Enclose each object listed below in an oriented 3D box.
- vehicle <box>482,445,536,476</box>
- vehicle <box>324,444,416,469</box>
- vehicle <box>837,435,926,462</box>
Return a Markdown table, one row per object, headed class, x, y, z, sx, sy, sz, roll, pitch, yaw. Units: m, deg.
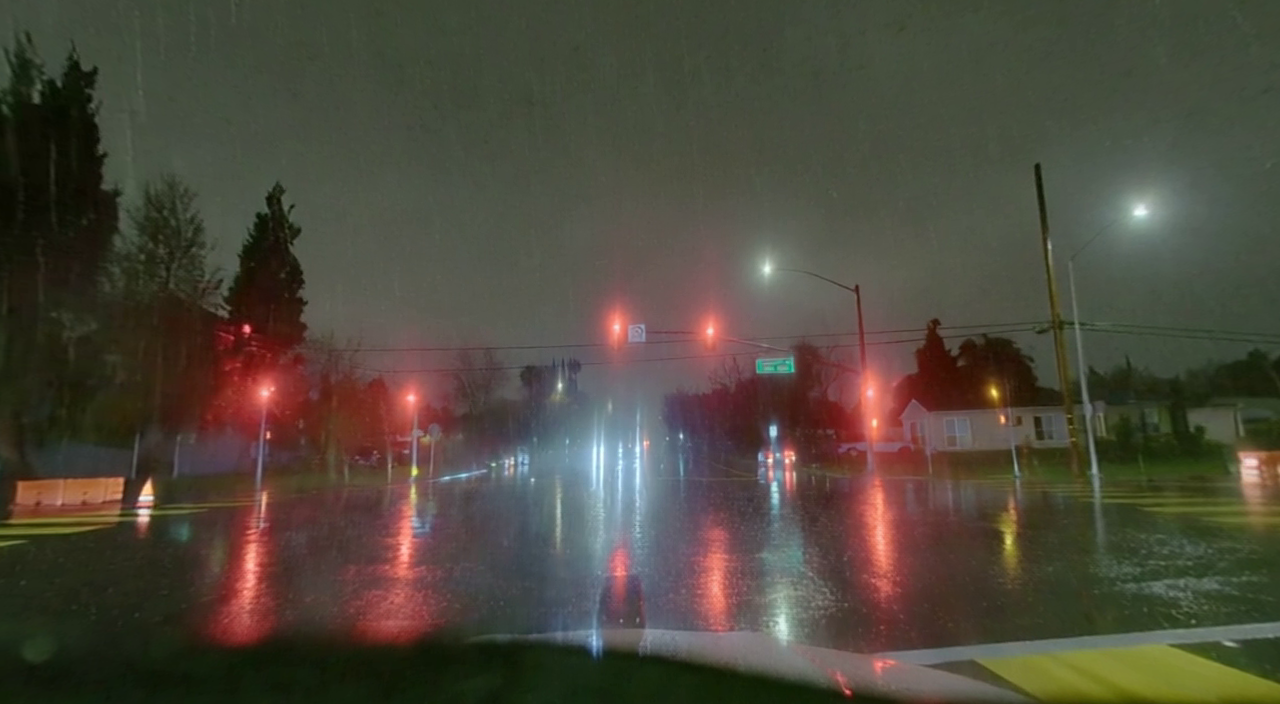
| class | x | y | z | sx | sy | sz | roll | pitch | yaw |
| --- | --- | --- | --- | --- | --- | --- | --- | --- | --- |
| vehicle | -6.629 | 5.533 | 32.398 | 1.881 | 1.452 | 4.121 | 0 | -8 | 0 |
| vehicle | -16.420 | 6.374 | 38.593 | 4.713 | 1.409 | 1.918 | 0 | -8 | -2 |
| vehicle | 15.347 | 6.175 | 40.344 | 4.892 | 1.656 | 1.856 | 0 | -8 | 0 |
